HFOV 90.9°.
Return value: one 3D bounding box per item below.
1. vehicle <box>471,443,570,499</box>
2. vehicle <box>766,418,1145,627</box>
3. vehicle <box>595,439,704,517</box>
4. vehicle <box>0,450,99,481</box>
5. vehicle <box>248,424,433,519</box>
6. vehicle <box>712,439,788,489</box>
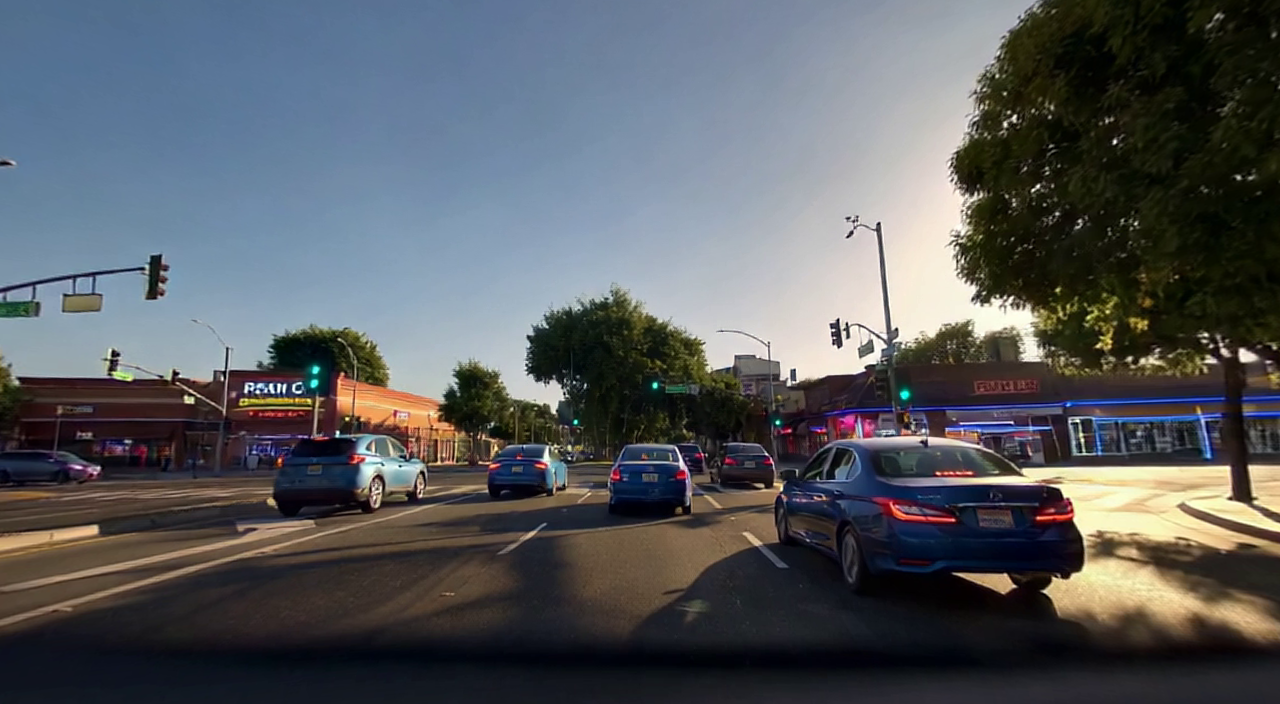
[{"bbox_3d":[-3.422,3.484,18.919,2.040,1.471,4.211,-1,-8,2],"label":"vehicle"},{"bbox_3d":[2.733,1.562,6.760,1.946,1.513,4.133,0,-8,1],"label":"vehicle"},{"bbox_3d":[0.217,2.719,14.140,2.070,1.460,4.118,0,-8,1],"label":"vehicle"},{"bbox_3d":[-30.255,5.685,31.670,4.315,1.485,1.822,0,-8,-2],"label":"vehicle"},{"bbox_3d":[-6.561,2.654,14.519,2.058,1.804,4.391,0,-8,0],"label":"vehicle"},{"bbox_3d":[3.709,3.863,22.058,1.931,1.552,4.125,0,-8,0],"label":"vehicle"}]
